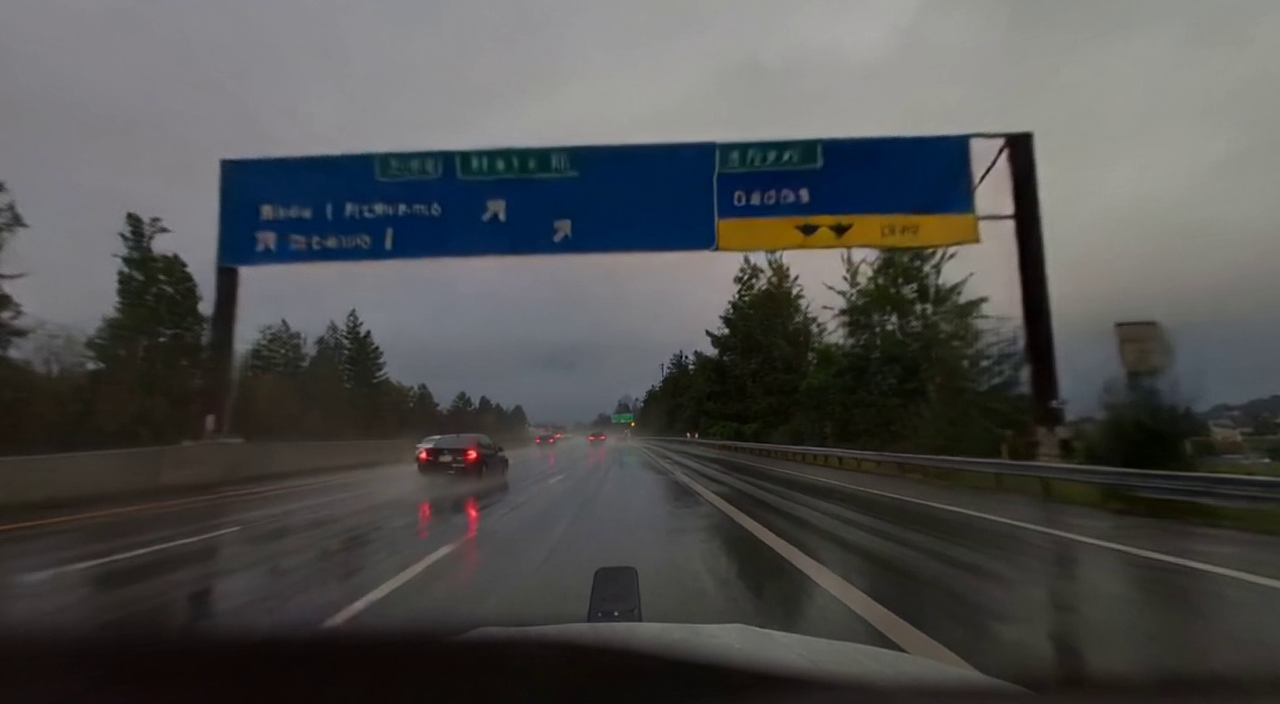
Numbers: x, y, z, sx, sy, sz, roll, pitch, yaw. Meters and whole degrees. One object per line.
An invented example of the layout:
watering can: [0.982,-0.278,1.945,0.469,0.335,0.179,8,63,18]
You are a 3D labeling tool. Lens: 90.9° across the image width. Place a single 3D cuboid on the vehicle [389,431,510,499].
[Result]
vehicle: [-4.619,2.756,15.857,1.912,1.495,3.703,0,-8,-1]
